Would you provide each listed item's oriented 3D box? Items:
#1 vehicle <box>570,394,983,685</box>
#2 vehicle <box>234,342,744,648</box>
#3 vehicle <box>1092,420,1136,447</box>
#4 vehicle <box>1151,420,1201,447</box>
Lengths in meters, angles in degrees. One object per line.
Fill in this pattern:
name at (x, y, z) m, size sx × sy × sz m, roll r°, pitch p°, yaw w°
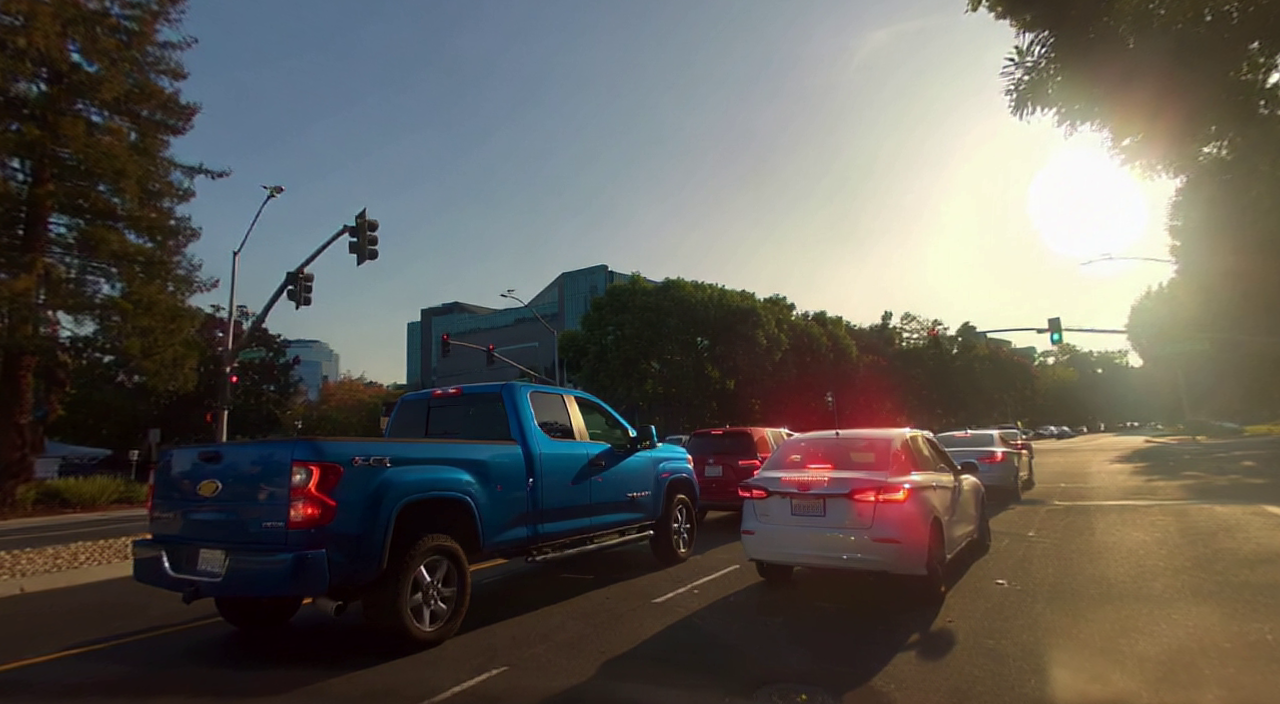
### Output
vehicle at (1.714, 1.381, 5.997) m, size 2.027 × 1.549 × 4.801 m, roll -6°, pitch -10°, yaw 35°
vehicle at (-0.878, 1.405, 7.463) m, size 2.272 × 2.016 × 6.146 m, roll -5°, pitch -10°, yaw 28°
vehicle at (32.789, 5.679, 43.725) m, size 2.160 × 1.790 × 4.303 m, roll -6°, pitch -10°, yaw 35°
vehicle at (35.762, 5.481, 42.214) m, size 2.183 × 1.714 × 4.491 m, roll -6°, pitch -11°, yaw 37°
